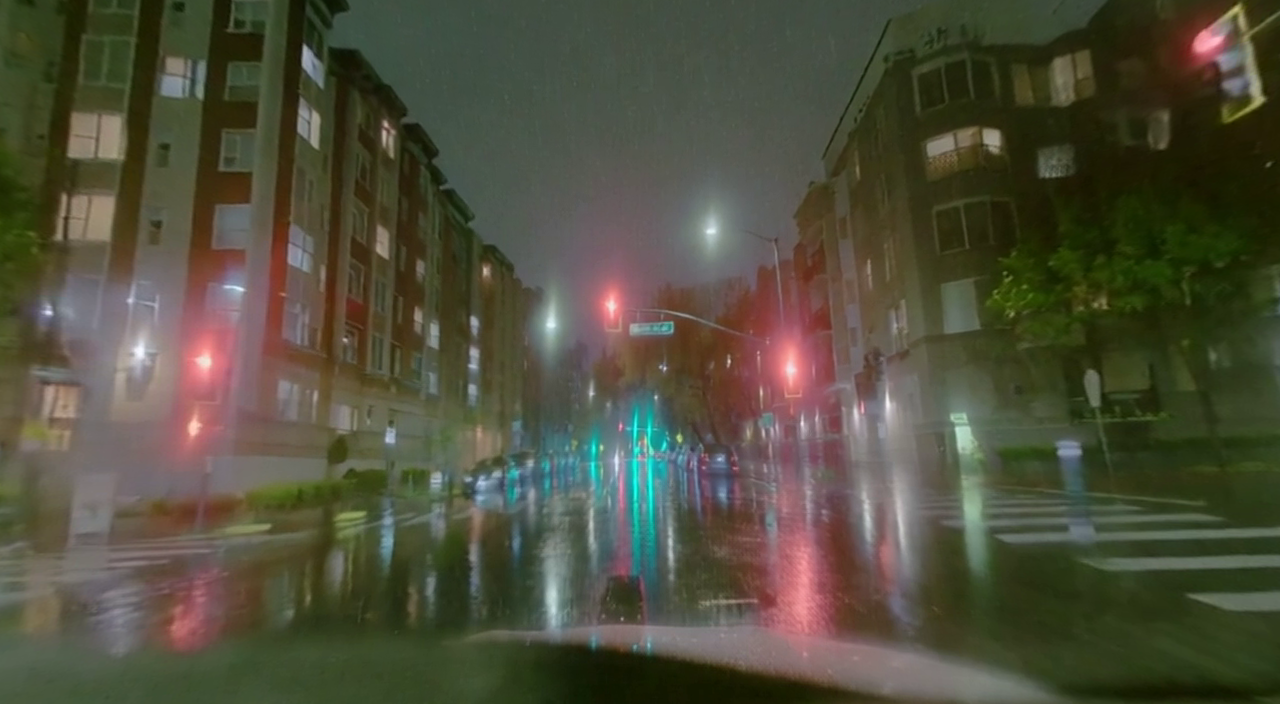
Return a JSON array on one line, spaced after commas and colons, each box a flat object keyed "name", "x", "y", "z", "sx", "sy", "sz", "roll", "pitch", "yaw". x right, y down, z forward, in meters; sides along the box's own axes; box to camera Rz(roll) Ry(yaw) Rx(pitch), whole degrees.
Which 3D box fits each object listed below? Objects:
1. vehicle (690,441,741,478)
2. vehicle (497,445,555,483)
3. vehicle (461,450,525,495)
[{"name": "vehicle", "x": 3.602, "y": 5.199, "z": 30.935, "sx": 1.924, "sy": 1.657, "sz": 4.665, "roll": 0, "pitch": -8, "yaw": 0}, {"name": "vehicle", "x": -6.429, "y": 6.330, "z": 36.145, "sx": 2.175, "sy": 1.849, "sz": 4.725, "roll": -5, "pitch": -8, "yaw": 2}, {"name": "vehicle", "x": -6.676, "y": 5.471, "z": 29.114, "sx": 1.763, "sy": 1.612, "sz": 4.462, "roll": -8, "pitch": -8, "yaw": -2}]
